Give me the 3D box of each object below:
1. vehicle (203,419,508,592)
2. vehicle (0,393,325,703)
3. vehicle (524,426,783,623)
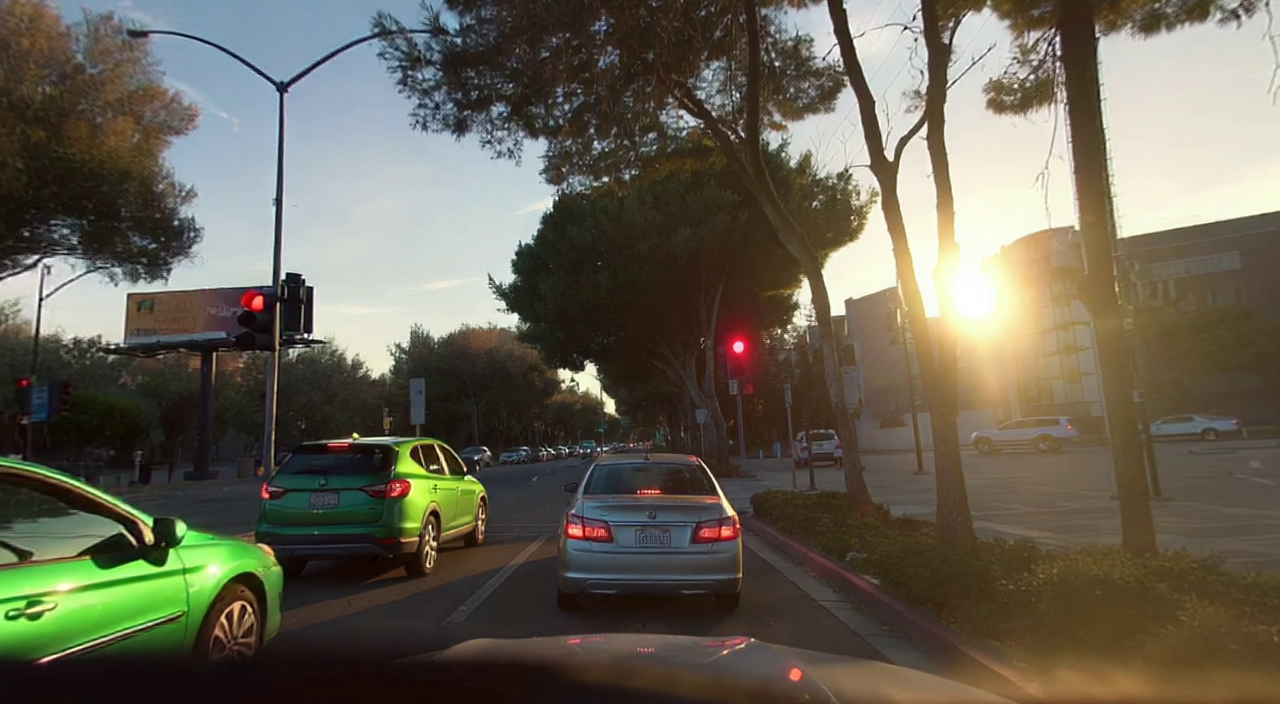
[{"bbox_3d":[-3.170,1.790,8.144,1.950,1.628,4.082,-1,-9,1],"label":"vehicle"},{"bbox_3d":[-3.150,0.953,2.430,1.808,1.520,3.846,-1,-9,1],"label":"vehicle"},{"bbox_3d":[0.040,1.587,6.625,1.977,1.467,3.474,0,-9,-2],"label":"vehicle"}]
